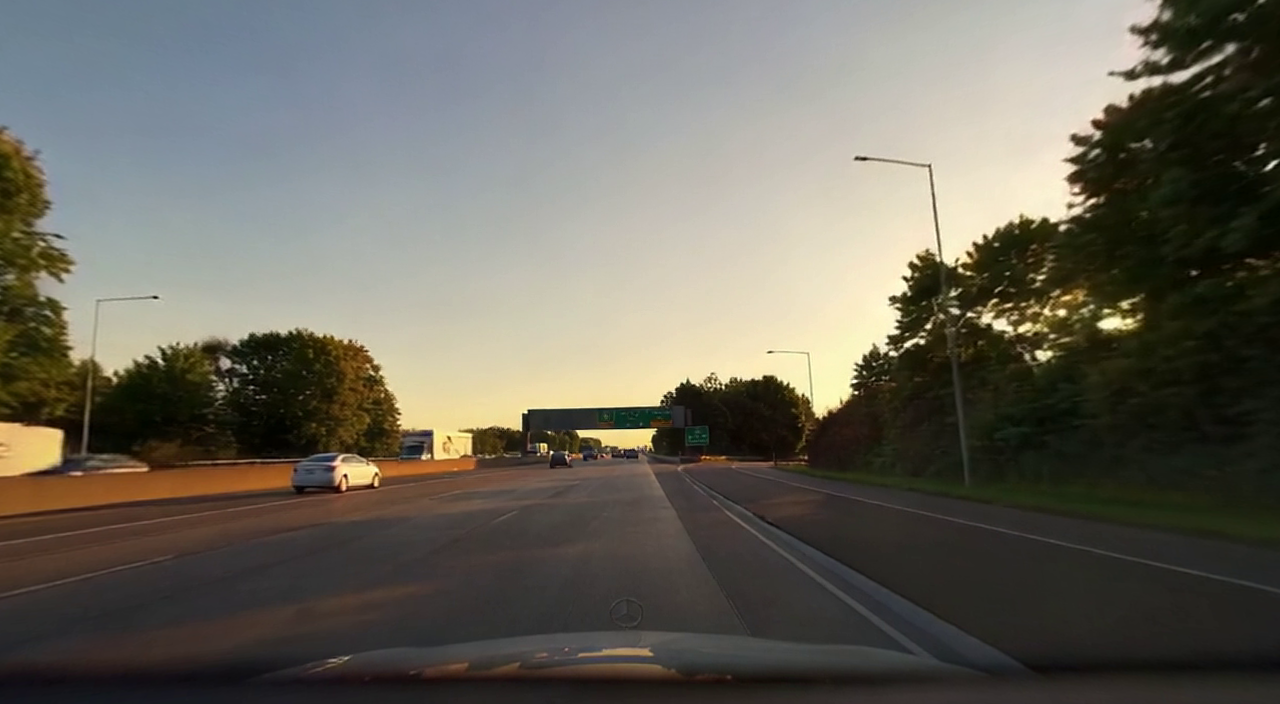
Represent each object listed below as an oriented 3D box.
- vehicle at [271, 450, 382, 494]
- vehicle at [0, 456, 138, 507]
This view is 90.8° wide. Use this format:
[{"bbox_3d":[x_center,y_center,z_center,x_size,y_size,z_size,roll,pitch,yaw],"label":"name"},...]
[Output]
[{"bbox_3d":[-11.602,4.449,23.733,1.981,1.503,4.207,0,-9,0],"label":"vehicle"},{"bbox_3d":[-19.501,4.220,20.965,1.924,1.449,4.472,0,-9,0],"label":"vehicle"}]
